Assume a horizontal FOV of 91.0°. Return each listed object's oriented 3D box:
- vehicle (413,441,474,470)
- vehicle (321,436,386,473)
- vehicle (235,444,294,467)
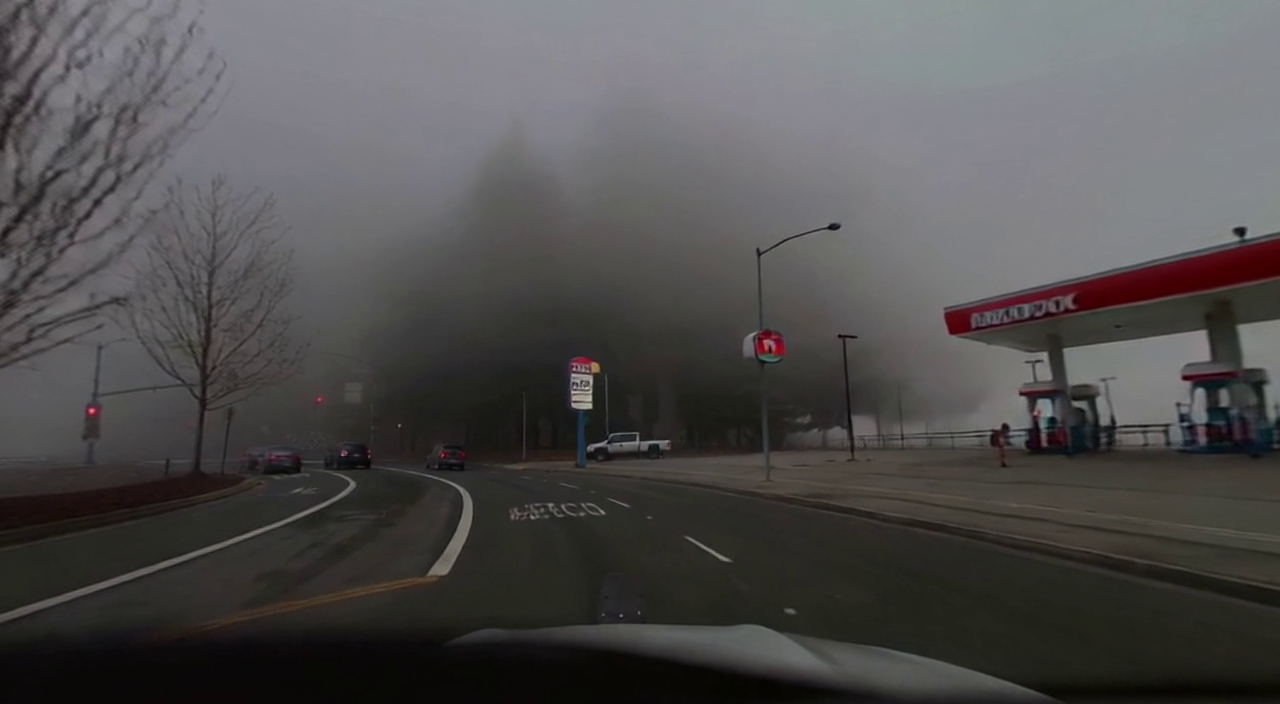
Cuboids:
[{"bbox_3d":[-13.694,7.129,43.698,2.202,1.822,4.826,7,-11,-40],"label":"vehicle"},{"bbox_3d":[-17.046,6.049,37.314,2.254,2.006,4.766,7,-11,-38],"label":"vehicle"},{"bbox_3d":[-29.393,8.057,49.202,4.546,1.650,1.940,-5,-10,31],"label":"vehicle"}]
